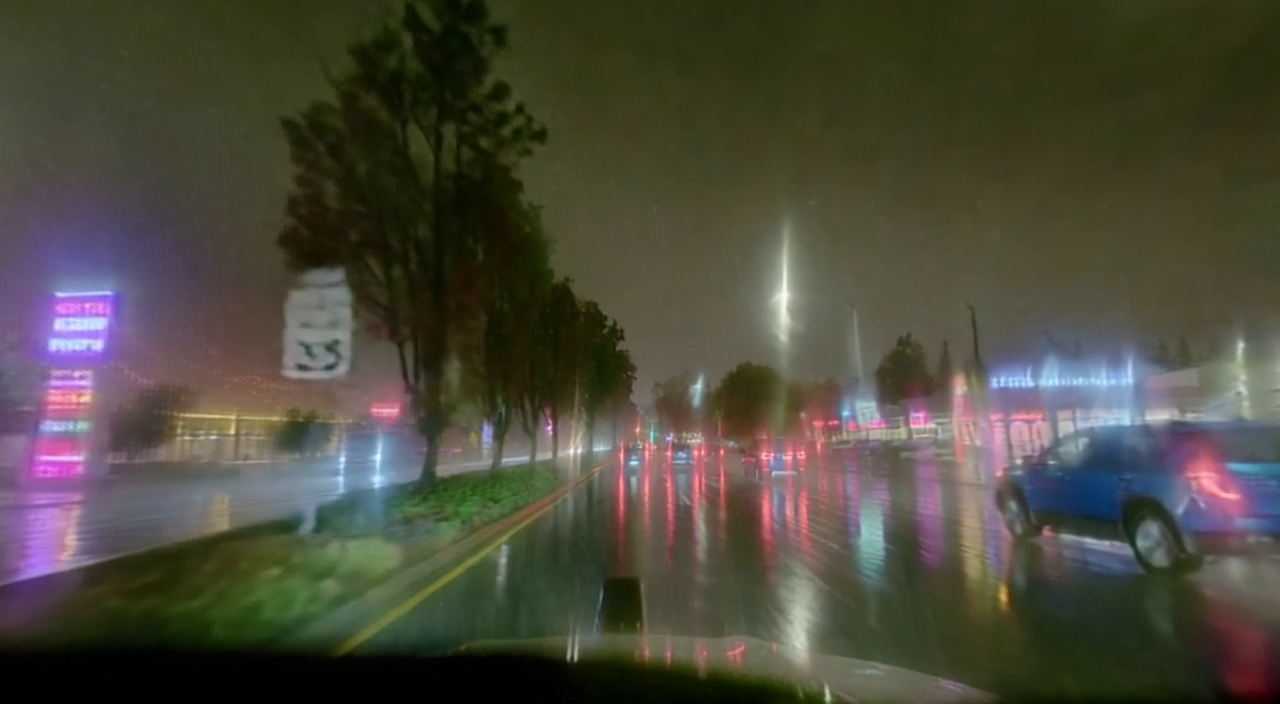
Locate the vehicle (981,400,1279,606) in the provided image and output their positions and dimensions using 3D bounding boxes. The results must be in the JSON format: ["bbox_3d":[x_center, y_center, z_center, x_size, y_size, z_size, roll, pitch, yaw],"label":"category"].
[{"bbox_3d":[6.106,1.524,7.263,1.949,1.647,4.261,0,-8,0],"label":"vehicle"}]

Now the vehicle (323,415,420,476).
[{"bbox_3d":[-19.421,6.855,46.523,2.999,4.017,8.806,-1,-8,2],"label":"vehicle"}]

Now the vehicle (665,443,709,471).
[{"bbox_3d":[2.469,5.614,34.044,1.970,1.402,3.756,0,-8,-2],"label":"vehicle"}]

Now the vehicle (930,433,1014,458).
[{"bbox_3d":[20.570,5.808,39.238,4.083,1.441,2.008,0,-8,-1],"label":"vehicle"}]

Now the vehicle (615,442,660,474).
[{"bbox_3d":[-0.152,5.182,31.159,2.056,1.440,3.798,0,-8,-1],"label":"vehicle"}]

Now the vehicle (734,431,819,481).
[{"bbox_3d":[5.331,4.126,25.361,2.140,1.811,4.593,0,-8,-3],"label":"vehicle"}]
